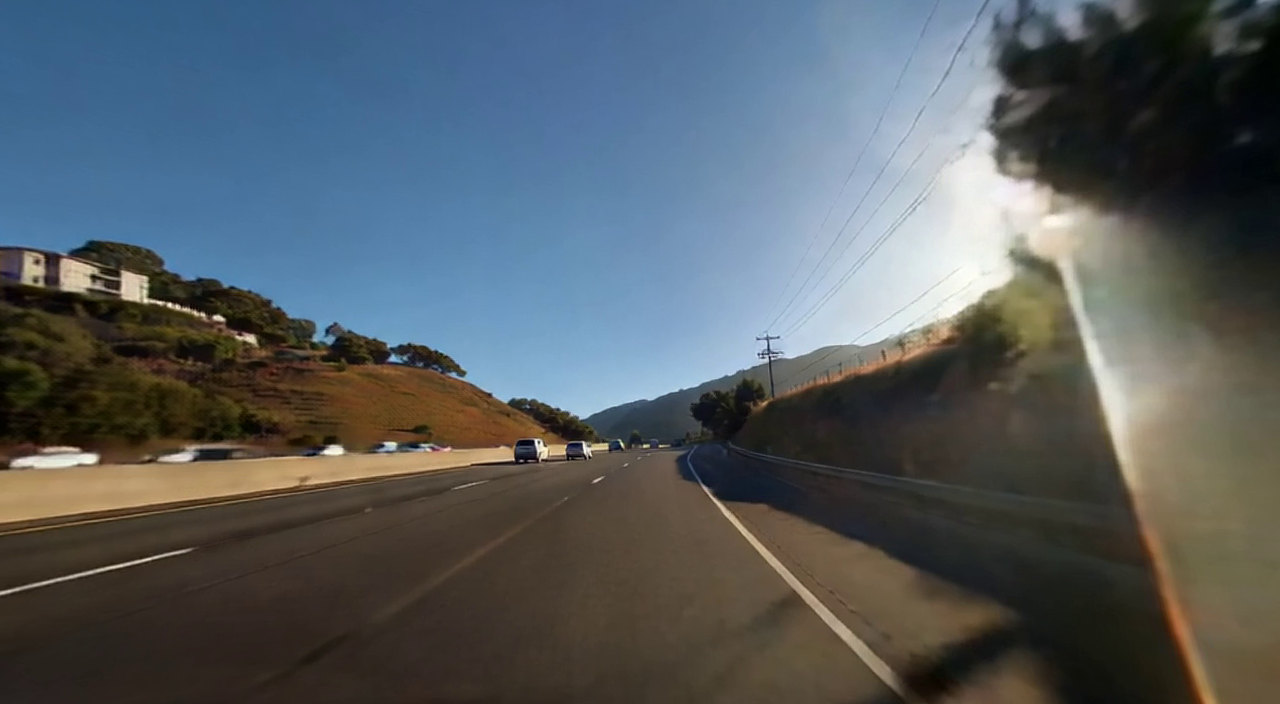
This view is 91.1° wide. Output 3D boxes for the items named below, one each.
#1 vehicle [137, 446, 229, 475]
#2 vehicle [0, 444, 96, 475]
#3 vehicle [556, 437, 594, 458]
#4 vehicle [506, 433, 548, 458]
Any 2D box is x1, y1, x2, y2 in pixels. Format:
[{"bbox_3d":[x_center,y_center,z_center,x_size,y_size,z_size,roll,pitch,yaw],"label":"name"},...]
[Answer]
[{"bbox_3d":[-24.156,5.710,33.347,1.822,1.428,3.779,-1,-8,5],"label":"vehicle"},{"bbox_3d":[-33.577,5.933,34.890,1.944,1.574,4.976,-1,-8,6],"label":"vehicle"},{"bbox_3d":[-4.912,7.306,48.097,2.010,1.489,4.456,0,-8,5],"label":"vehicle"},{"bbox_3d":[-8.563,7.137,47.894,2.063,1.743,4.392,0,-8,5],"label":"vehicle"}]
